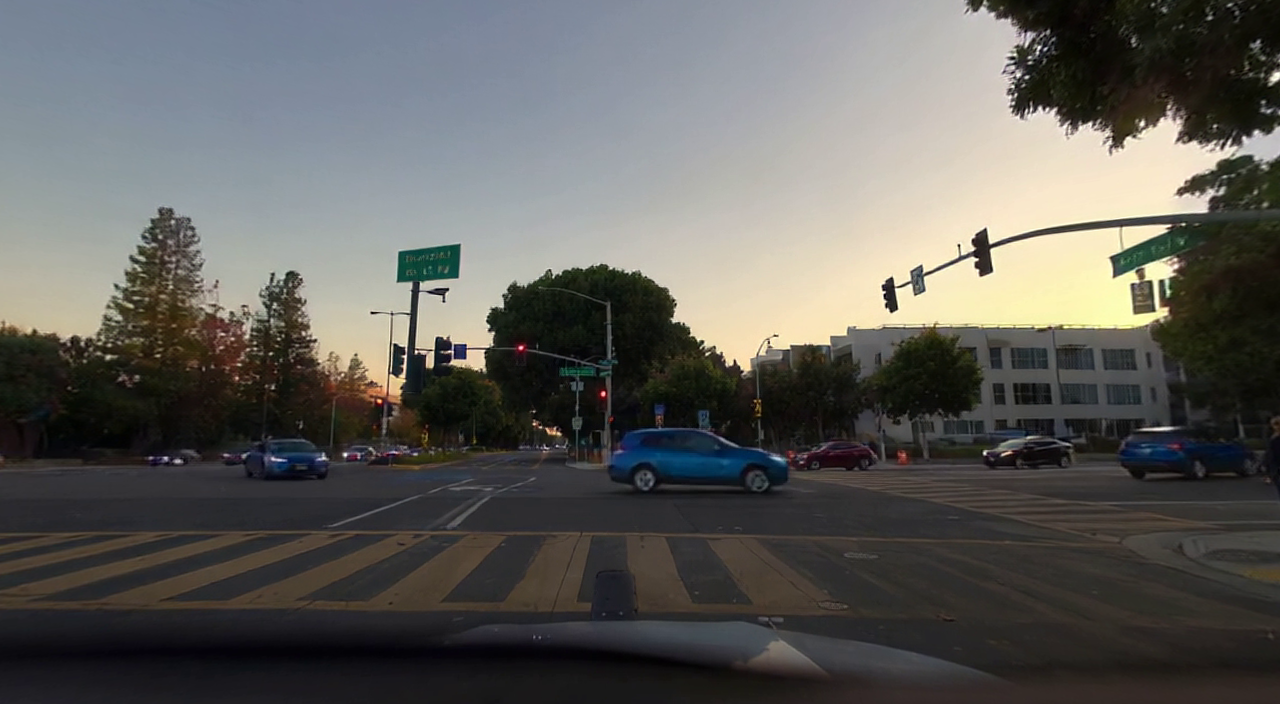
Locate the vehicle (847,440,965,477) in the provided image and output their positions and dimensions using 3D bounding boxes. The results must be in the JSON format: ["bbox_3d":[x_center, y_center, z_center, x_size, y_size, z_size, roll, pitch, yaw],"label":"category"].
[{"bbox_3d":[11.566,4.627,27.573,4.317,1.491,1.896,1,-9,-10],"label":"vehicle"}]

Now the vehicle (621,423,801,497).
[{"bbox_3d":[1.848,2.880,17.040,4.509,1.821,2.066,-1,-8,6],"label":"vehicle"}]

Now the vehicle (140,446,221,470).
[{"bbox_3d":[-31.231,7.214,43.201,1.892,1.525,5.171,0,-8,-3],"label":"vehicle"}]

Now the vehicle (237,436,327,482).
[{"bbox_3d":[-13.545,3.980,23.793,2.007,1.540,4.312,7,-11,-40],"label":"vehicle"}]

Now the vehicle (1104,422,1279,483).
[{"bbox_3d":[18.726,3.329,21.231,6.196,1.777,2.457,4,-9,-28],"label":"vehicle"}]

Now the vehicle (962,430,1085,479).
[{"bbox_3d":[15.271,4.033,25.103,4.742,1.762,2.180,5,-10,-33],"label":"vehicle"}]
